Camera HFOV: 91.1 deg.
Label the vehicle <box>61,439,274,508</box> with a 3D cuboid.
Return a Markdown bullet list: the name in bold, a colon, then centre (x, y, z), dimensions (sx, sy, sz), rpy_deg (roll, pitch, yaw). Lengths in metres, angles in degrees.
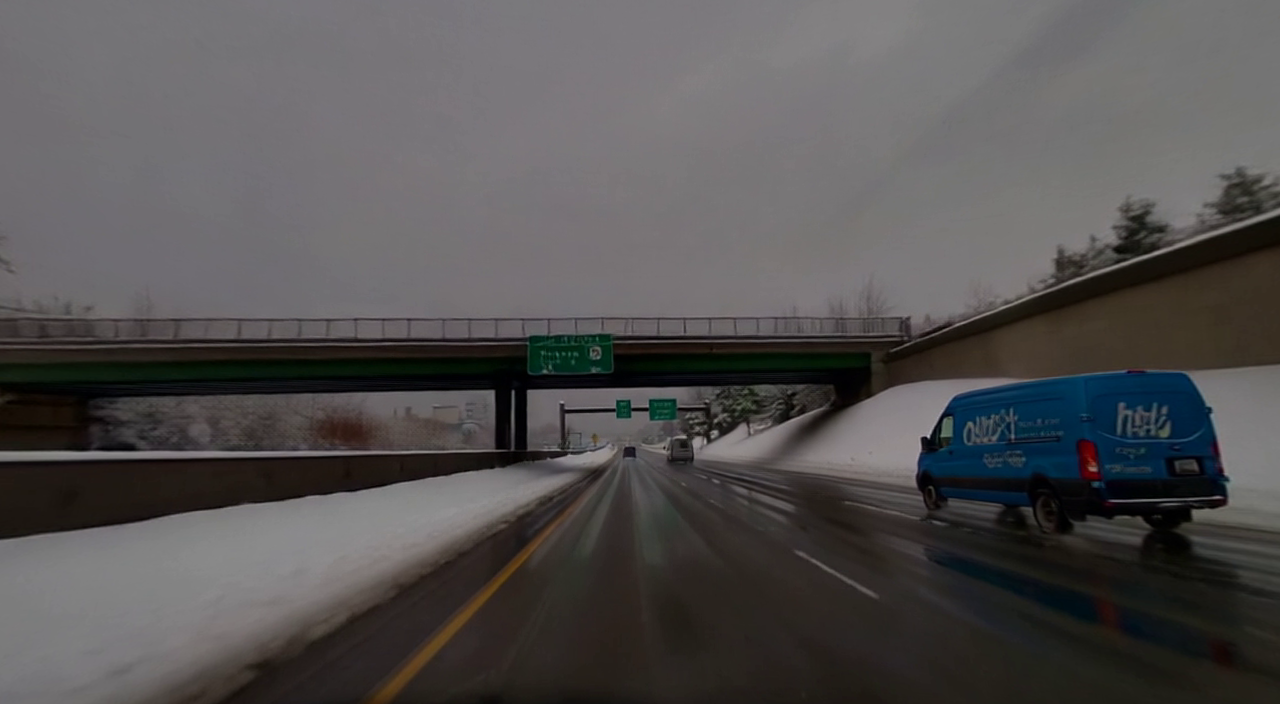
- **vehicle**: centre (-11.739, 3.025, 16.149), dimensions (2.003, 1.496, 4.559), rpy_deg (0, -9, -1)

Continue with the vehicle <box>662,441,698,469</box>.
- **vehicle**: centre (2.866, 7.537, 46.128), dimensions (2.007, 1.943, 5.010), rpy_deg (0, -9, -3)

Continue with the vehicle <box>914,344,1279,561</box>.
- **vehicle**: centre (7.143, 1.637, 10.563), dimensions (2.283, 2.631, 5.719), rpy_deg (0, -9, -2)
